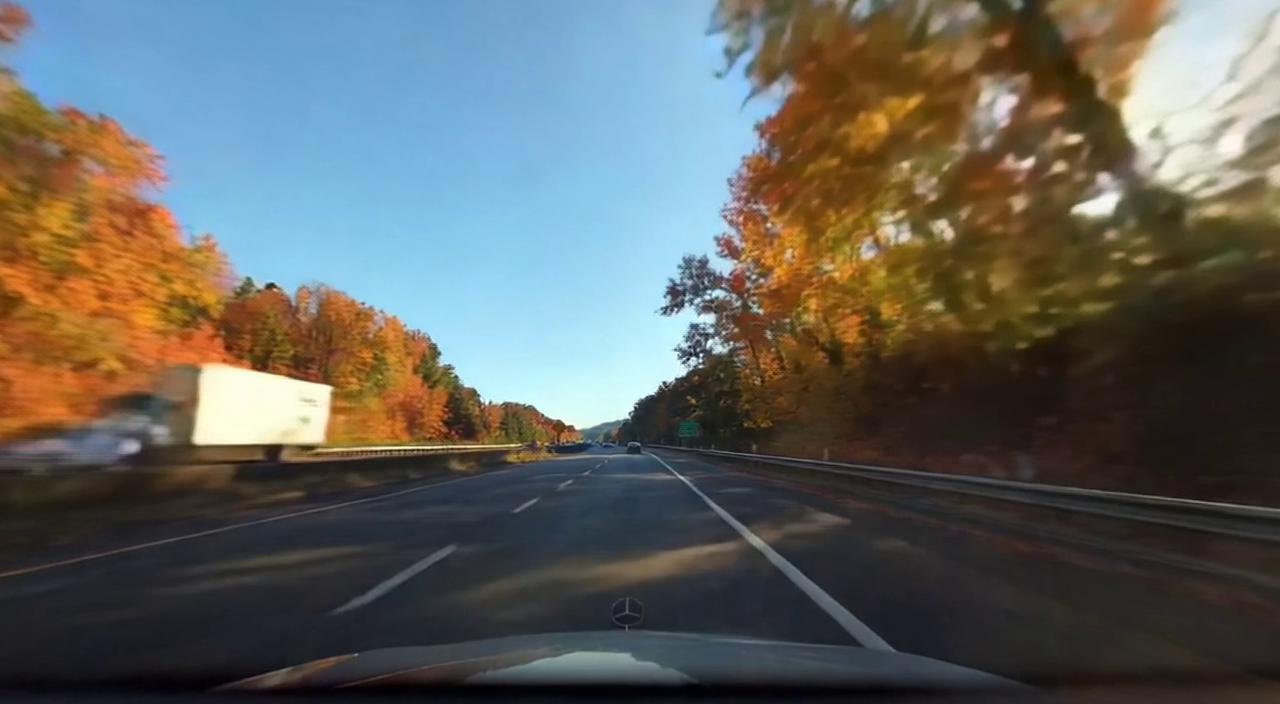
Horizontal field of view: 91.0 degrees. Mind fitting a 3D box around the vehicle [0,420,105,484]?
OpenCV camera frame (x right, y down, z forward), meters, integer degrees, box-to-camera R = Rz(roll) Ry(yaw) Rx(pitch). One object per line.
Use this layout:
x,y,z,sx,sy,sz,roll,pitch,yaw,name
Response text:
-16.507,2.555,16.200,1.861,1.541,4.039,0,-8,0,vehicle
